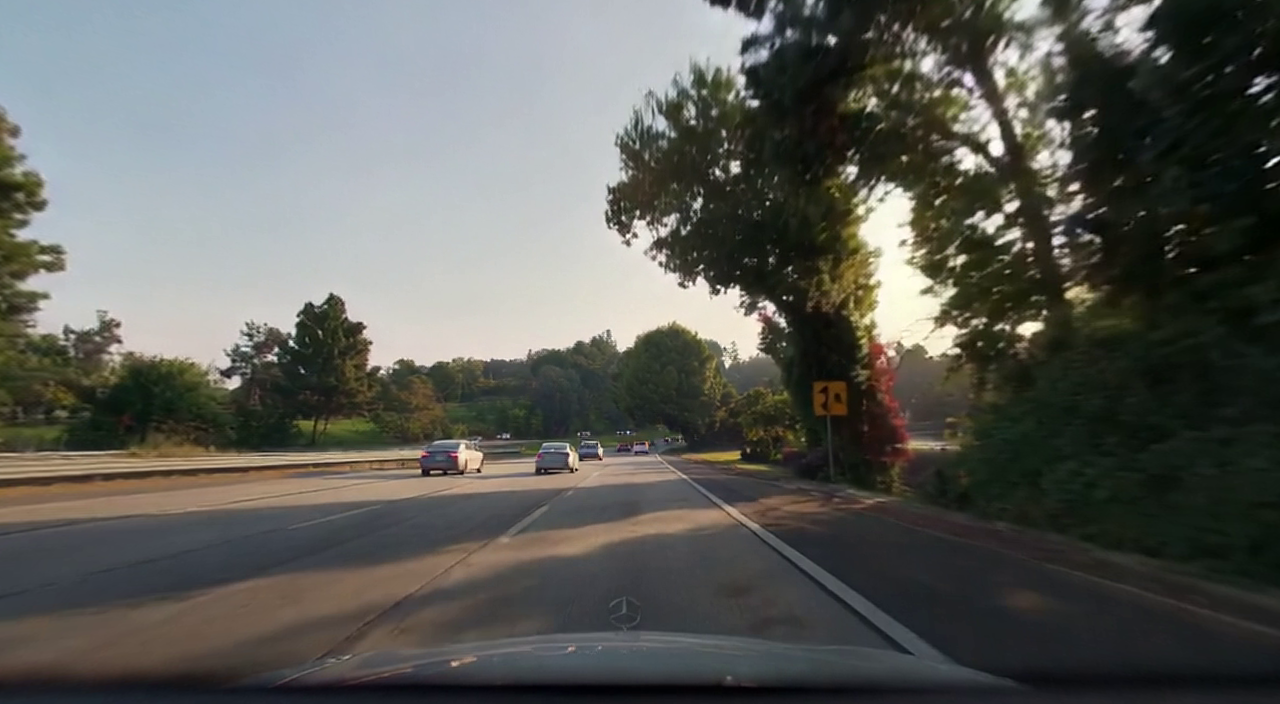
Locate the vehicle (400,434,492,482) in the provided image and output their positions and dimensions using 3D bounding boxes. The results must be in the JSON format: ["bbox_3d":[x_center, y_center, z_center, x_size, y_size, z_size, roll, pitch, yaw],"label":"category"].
[{"bbox_3d":[-7.483,4.129,24.802,2.108,1.686,4.556,0,-9,1],"label":"vehicle"}]

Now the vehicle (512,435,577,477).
[{"bbox_3d":[-4.063,4.536,27.549,2.035,1.673,4.469,0,-9,1],"label":"vehicle"}]
